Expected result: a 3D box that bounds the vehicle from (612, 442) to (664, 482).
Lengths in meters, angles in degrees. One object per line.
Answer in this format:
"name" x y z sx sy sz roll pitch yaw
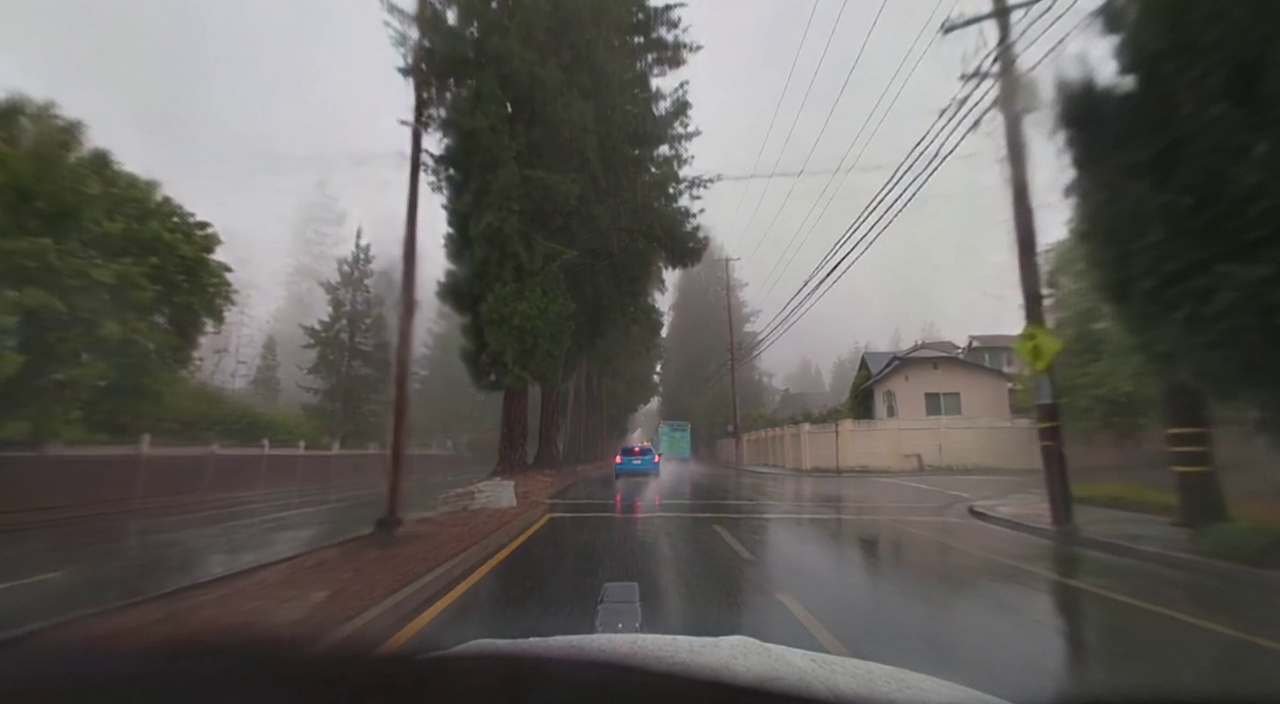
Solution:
"vehicle" -0.116 4.561 26.459 2.018 1.511 3.993 0 -8 -1
